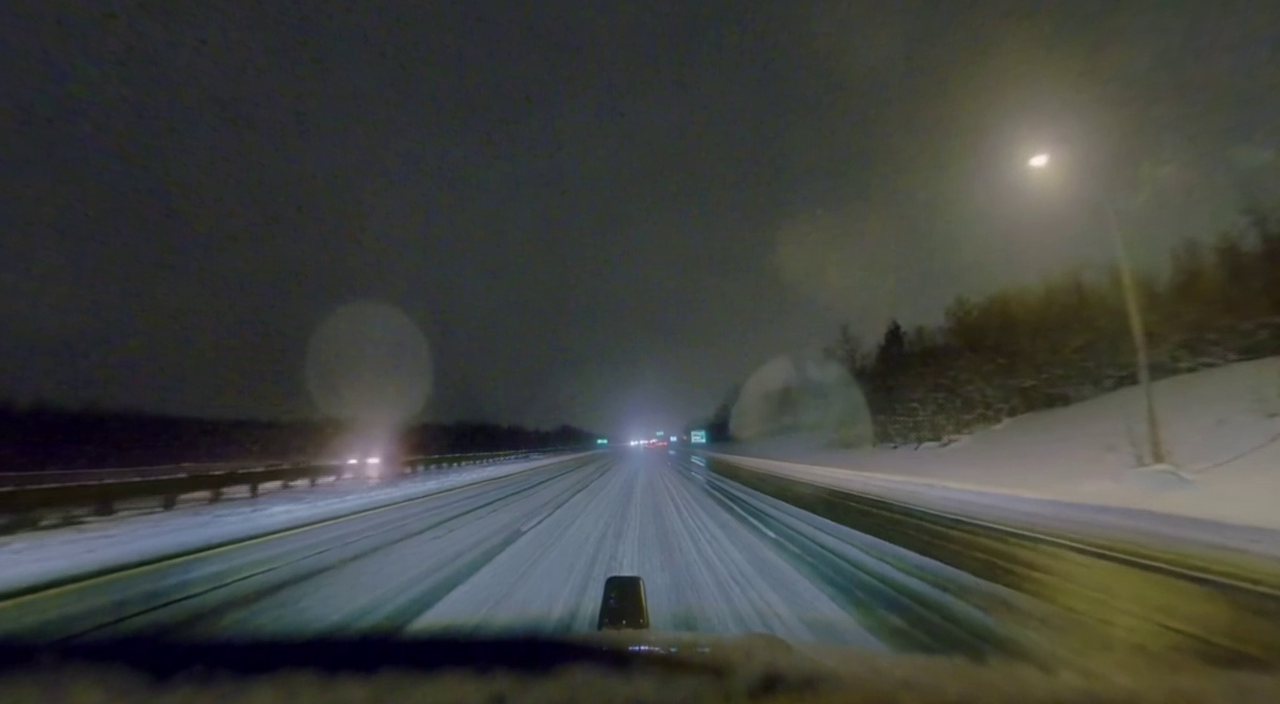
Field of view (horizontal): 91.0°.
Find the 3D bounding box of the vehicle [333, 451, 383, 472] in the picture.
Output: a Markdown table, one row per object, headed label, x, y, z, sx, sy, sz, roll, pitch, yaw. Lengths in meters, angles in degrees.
| label | x | y | z | sx | sy | sz | roll | pitch | yaw |
| --- | --- | --- | --- | --- | --- | --- | --- | --- | --- |
| vehicle | -20.539 | 7.977 | 45.995 | 1.739 | 1.394 | 3.804 | 0 | -8 | 2 |
